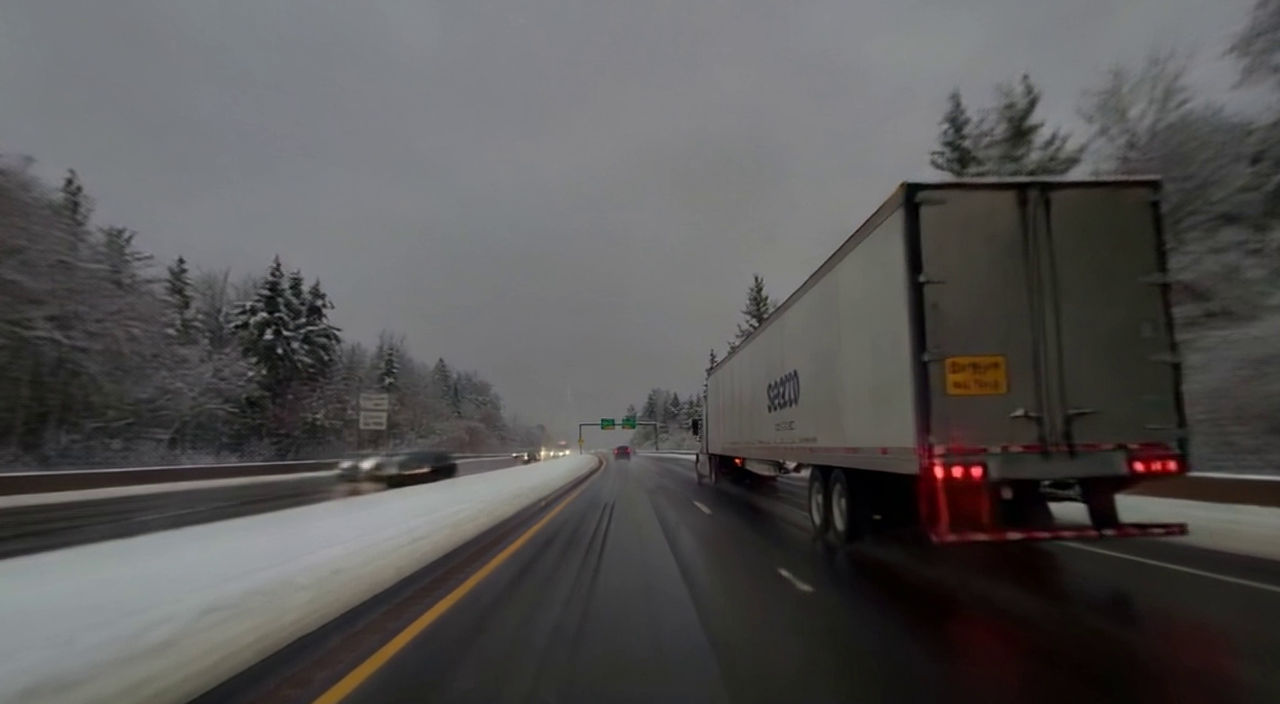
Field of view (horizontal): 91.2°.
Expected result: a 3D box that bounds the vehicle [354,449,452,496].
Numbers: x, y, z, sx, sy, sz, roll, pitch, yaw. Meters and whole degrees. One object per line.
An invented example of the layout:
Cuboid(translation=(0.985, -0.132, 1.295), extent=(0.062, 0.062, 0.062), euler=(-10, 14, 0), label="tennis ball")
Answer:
Cuboid(translation=(-8.585, 4.358, 23.162), extent=(1.950, 1.515, 4.401), euler=(0, -9, -1), label="vehicle")

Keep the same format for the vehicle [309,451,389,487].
Cuboid(translation=(-13.208, 5.299, 28.690), extent=(1.829, 1.502, 3.893), euler=(0, -9, -1), label="vehicle")

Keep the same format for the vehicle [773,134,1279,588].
Cuboid(translation=(4.432, 0.604, 9.556), extent=(2.892, 3.928, 8.380), euler=(-1, -9, 0), label="vehicle")
